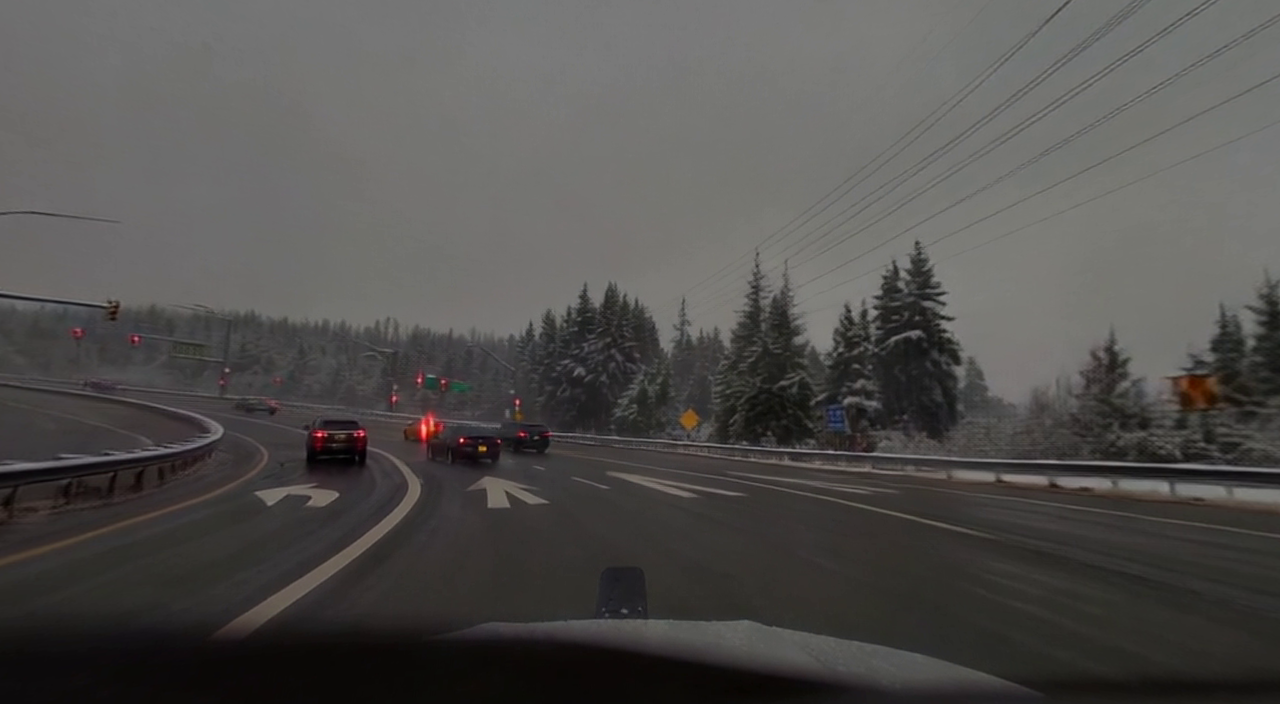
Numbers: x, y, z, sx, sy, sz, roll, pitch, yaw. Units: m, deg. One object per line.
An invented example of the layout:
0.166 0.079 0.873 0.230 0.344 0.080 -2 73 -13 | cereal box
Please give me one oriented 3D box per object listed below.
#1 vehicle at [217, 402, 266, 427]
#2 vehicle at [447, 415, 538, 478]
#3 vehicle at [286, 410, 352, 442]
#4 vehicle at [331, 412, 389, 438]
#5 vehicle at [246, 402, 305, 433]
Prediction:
-27.757 4.405 43.911 4.459 1.486 1.763 -8 -12 44 | vehicle
-4.703 2.928 19.656 2.140 1.724 4.304 3 -9 -21 | vehicle
-16.670 3.905 32.602 2.033 1.501 4.623 7 -11 -38 | vehicle
-17.864 4.680 40.078 4.364 1.473 1.832 -8 -12 44 | vehicle
-22.539 4.090 38.947 2.076 1.747 4.285 8 -11 -43 | vehicle
